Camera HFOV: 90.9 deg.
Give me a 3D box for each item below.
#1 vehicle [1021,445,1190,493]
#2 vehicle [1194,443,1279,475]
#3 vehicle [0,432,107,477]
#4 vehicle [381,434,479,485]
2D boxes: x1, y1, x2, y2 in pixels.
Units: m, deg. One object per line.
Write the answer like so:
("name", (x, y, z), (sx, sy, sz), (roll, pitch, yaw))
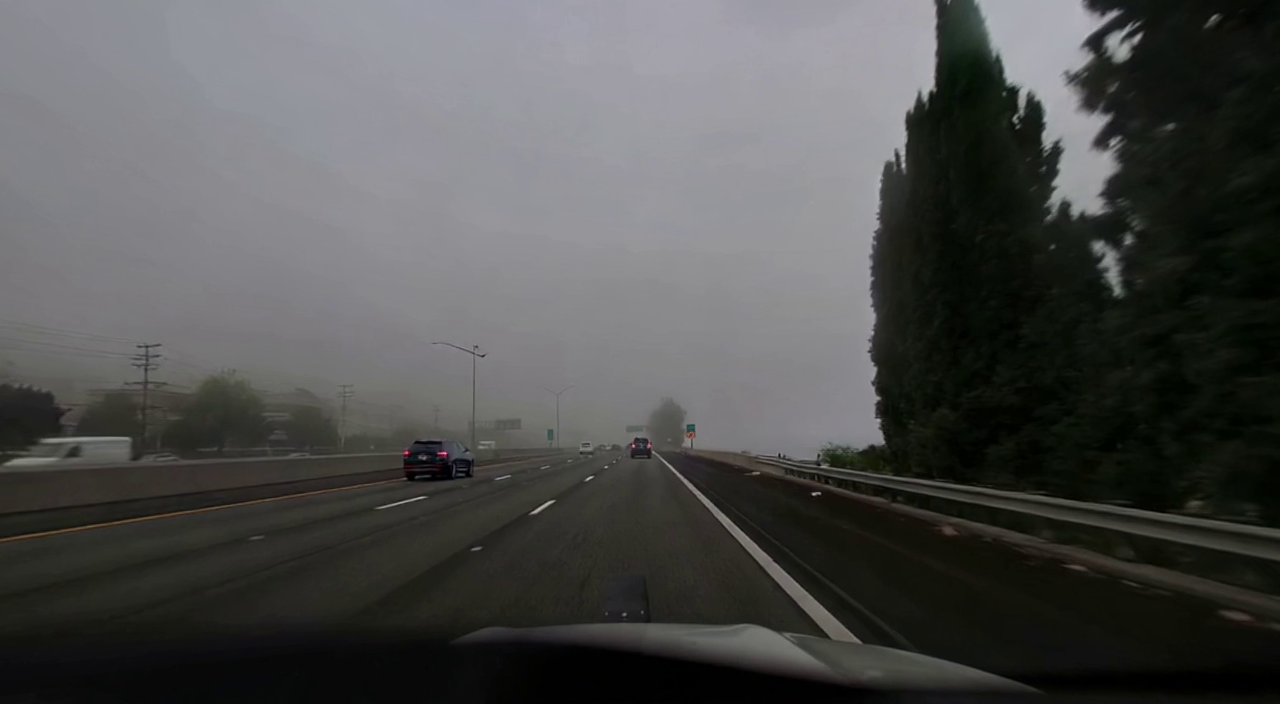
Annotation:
("vehicle", (20.479, 5.140, 27.961), (5.538, 2.013, 2.332), (0, -8, 2))
("vehicle", (36.382, 6.210, 36.882), (5.943, 1.764, 2.142), (0, -8, -2))
("vehicle", (-27.189, 4.608, 28.540), (2.093, 1.851, 4.539), (0, -8, 1))
("vehicle", (-7.121, 3.675, 21.845), (1.946, 1.590, 4.042), (0, -8, 1))
